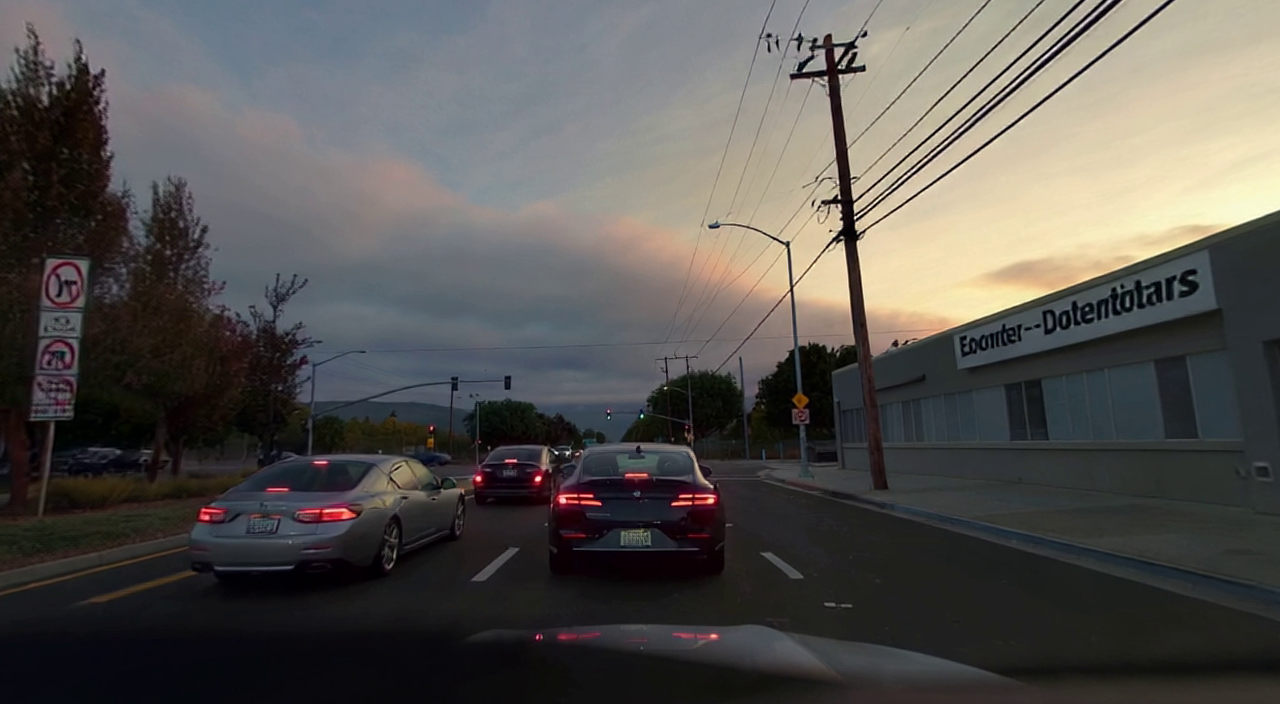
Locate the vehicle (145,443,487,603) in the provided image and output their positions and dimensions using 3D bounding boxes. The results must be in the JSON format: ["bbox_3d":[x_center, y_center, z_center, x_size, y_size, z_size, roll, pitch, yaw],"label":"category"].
[{"bbox_3d":[-3.222,1.744,7.352,1.765,1.319,4.013,0,-9,2],"label":"vehicle"}]

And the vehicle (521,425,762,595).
[{"bbox_3d":[0.001,1.681,7.547,2.101,1.469,3.955,0,-9,0],"label":"vehicle"}]
